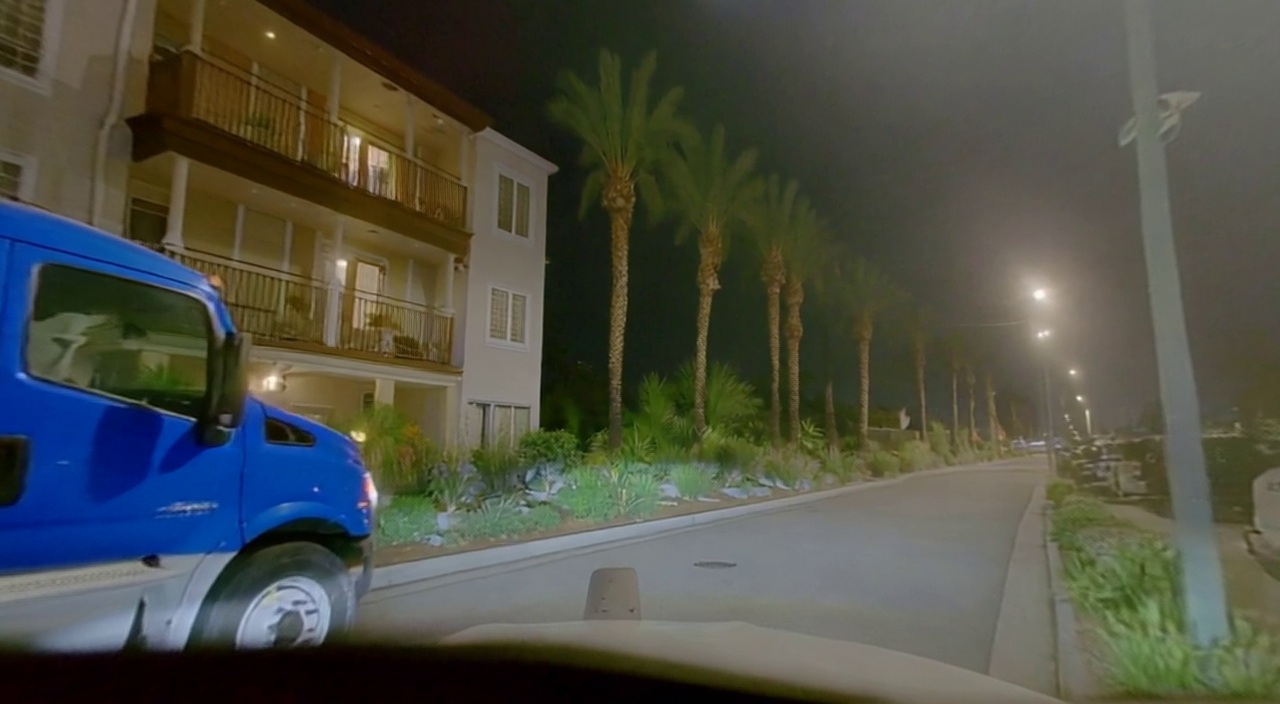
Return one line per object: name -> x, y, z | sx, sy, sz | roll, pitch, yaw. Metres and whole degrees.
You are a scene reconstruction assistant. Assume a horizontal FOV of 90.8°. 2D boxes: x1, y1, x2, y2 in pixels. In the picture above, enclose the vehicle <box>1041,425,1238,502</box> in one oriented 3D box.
vehicle -> 19.825, 4.330, 25.416 | 5.872, 2.468, 2.864 | -2, -8, 39
